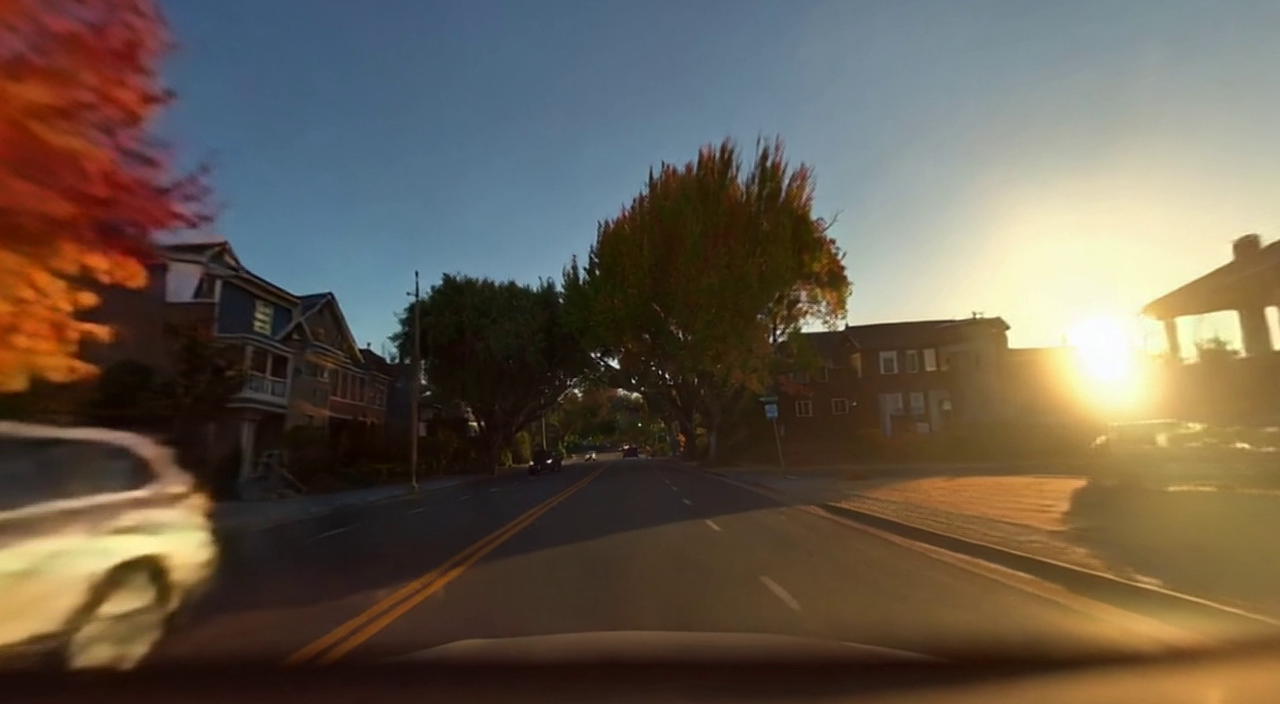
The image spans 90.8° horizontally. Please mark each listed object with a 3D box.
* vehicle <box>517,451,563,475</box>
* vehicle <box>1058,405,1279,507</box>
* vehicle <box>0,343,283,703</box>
[{"bbox_3d":[-6.545,7.331,41.941,2.243,1.476,4.729,0,-9,0],"label":"vehicle"},{"bbox_3d":[12.149,2.402,14.744,2.028,1.935,5.021,-2,-9,10],"label":"vehicle"},{"bbox_3d":[-3.924,0.778,2.398,2.356,1.702,4.700,0,-9,0],"label":"vehicle"}]
